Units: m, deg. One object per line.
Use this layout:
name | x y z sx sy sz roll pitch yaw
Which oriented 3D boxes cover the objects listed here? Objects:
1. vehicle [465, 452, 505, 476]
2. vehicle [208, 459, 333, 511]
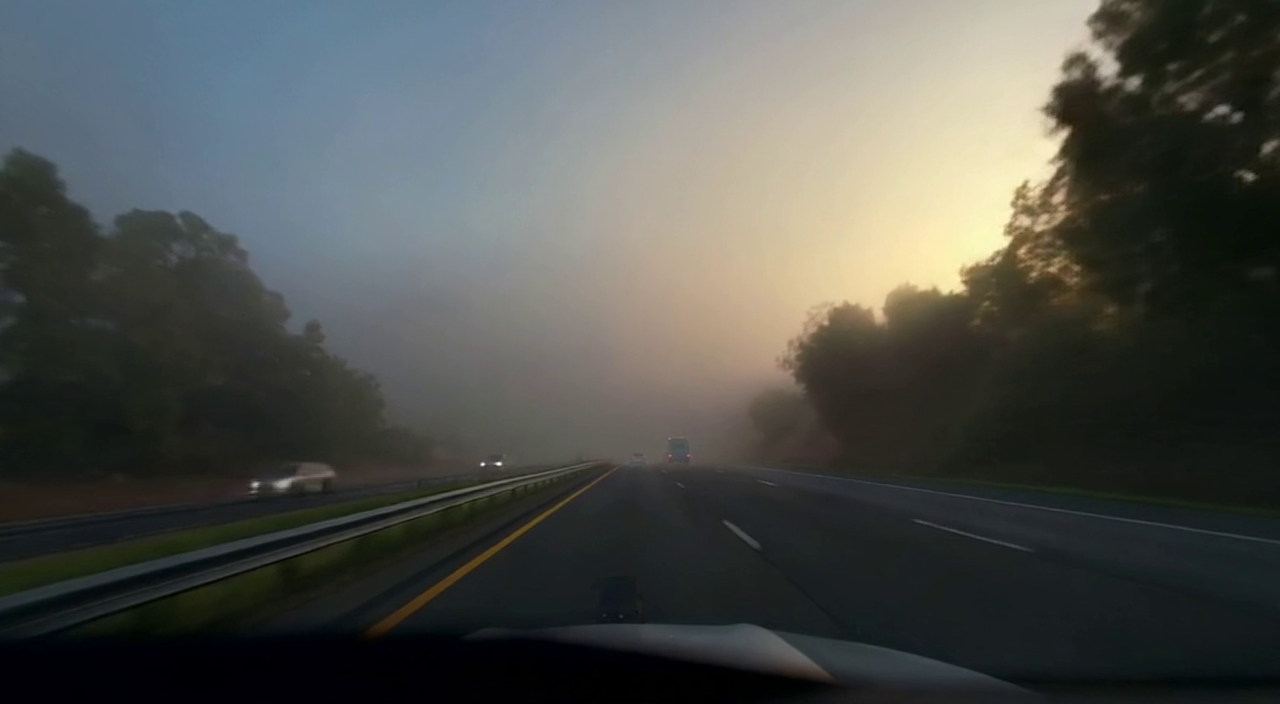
vehicle | -11.660 8.451 47.799 1.958 1.633 4.349 0 -9 0
vehicle | -12.279 4.401 21.319 1.813 1.502 3.976 0 -9 0
